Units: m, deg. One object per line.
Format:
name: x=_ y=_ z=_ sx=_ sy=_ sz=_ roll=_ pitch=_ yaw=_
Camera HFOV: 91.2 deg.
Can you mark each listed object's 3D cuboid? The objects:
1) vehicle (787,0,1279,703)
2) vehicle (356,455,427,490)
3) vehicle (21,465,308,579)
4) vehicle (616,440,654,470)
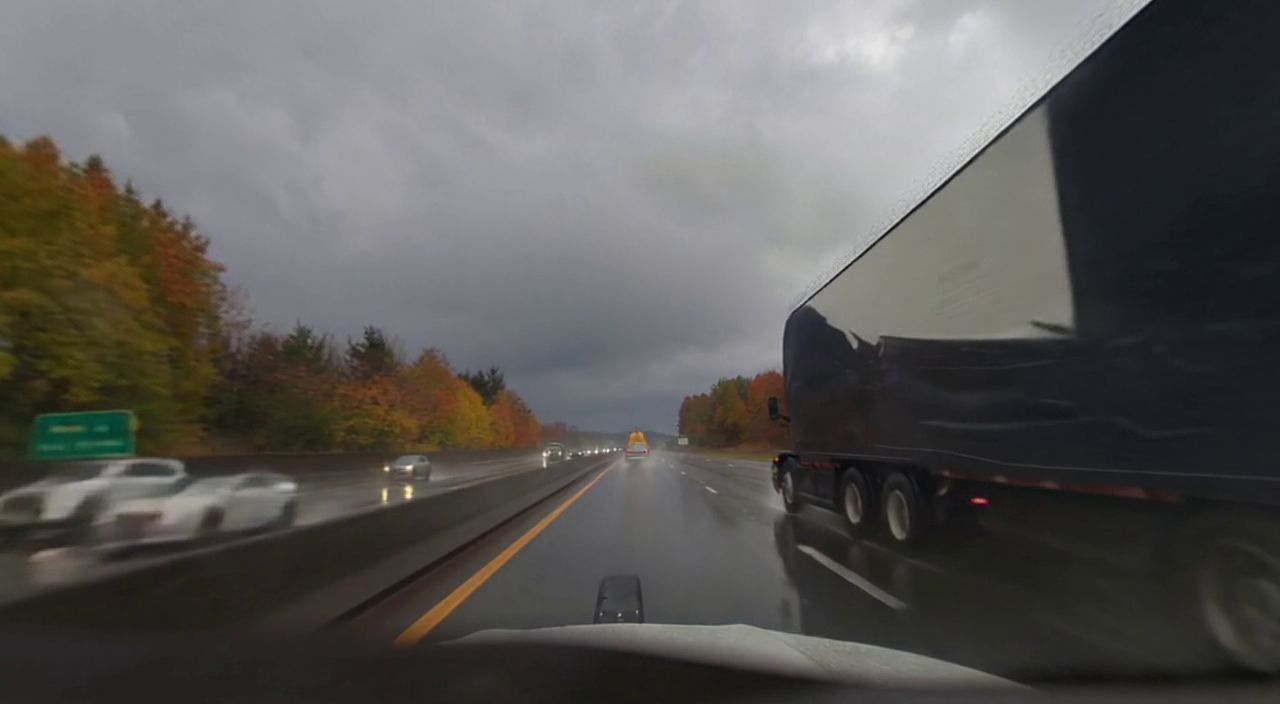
vehicle: x=4.591 y=0.121 z=5.616 sx=2.910 sy=4.090 sz=14.063 roll=0 pitch=-9 yaw=-1
vehicle: x=-13.570 y=6.566 z=34.501 sx=1.999 sy=1.686 sz=4.588 roll=-1 pitch=-9 yaw=0
vehicle: x=-8.387 y=2.982 z=11.756 sx=1.914 sy=1.540 sz=4.471 roll=0 pitch=-9 yaw=-1
vehicle: x=-0.307 y=6.274 z=38.393 sx=2.168 sy=1.705 sz=4.272 roll=0 pitch=-9 yaw=-1
